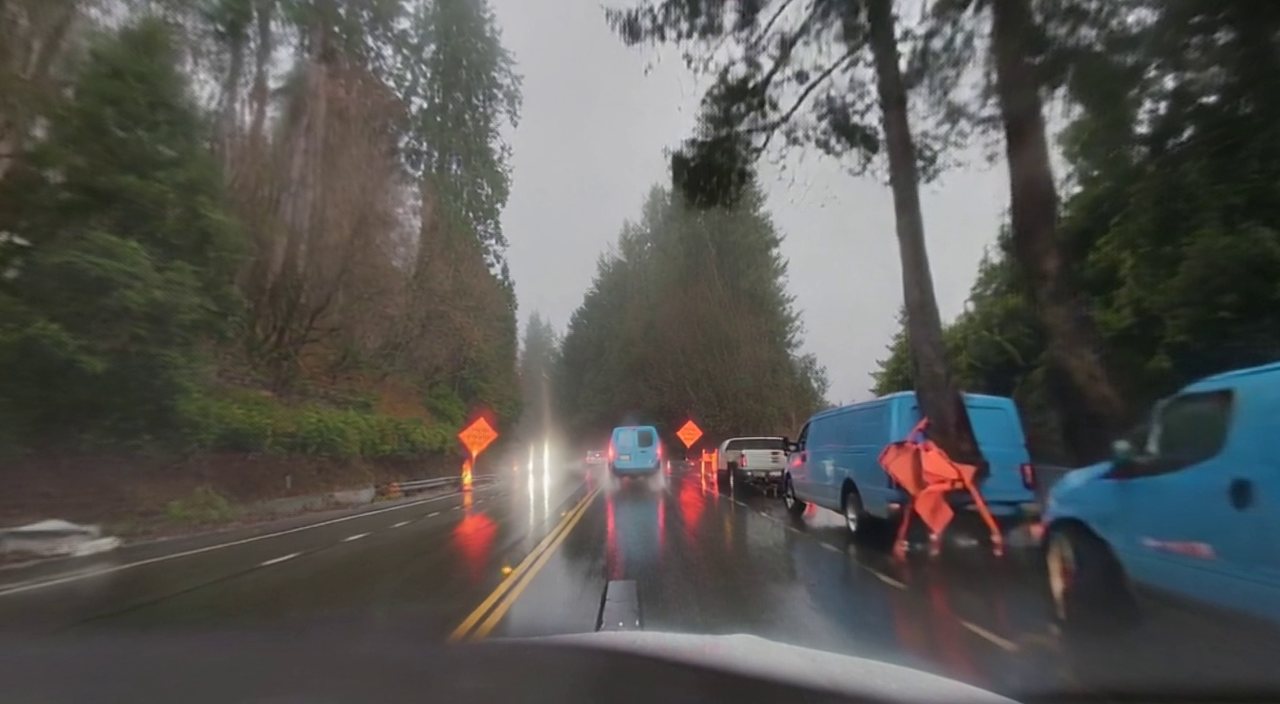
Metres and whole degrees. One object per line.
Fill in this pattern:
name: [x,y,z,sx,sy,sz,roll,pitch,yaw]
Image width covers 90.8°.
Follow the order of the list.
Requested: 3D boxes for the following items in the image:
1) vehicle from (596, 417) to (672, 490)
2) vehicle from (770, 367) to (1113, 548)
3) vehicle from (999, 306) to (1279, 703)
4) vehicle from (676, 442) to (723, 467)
vehicle: [-0.254,3.514,22.111,2.362,2.247,4.892,0,-9,-2]
vehicle: [4.277,1.745,10.940,2.613,2.153,6.713,0,-8,0]
vehicle: [4.323,0.674,2.529,2.202,1.980,5.978,0,-8,-1]
vehicle: [3.483,6.108,37.717,2.277,1.299,3.889,-3,-9,-3]
